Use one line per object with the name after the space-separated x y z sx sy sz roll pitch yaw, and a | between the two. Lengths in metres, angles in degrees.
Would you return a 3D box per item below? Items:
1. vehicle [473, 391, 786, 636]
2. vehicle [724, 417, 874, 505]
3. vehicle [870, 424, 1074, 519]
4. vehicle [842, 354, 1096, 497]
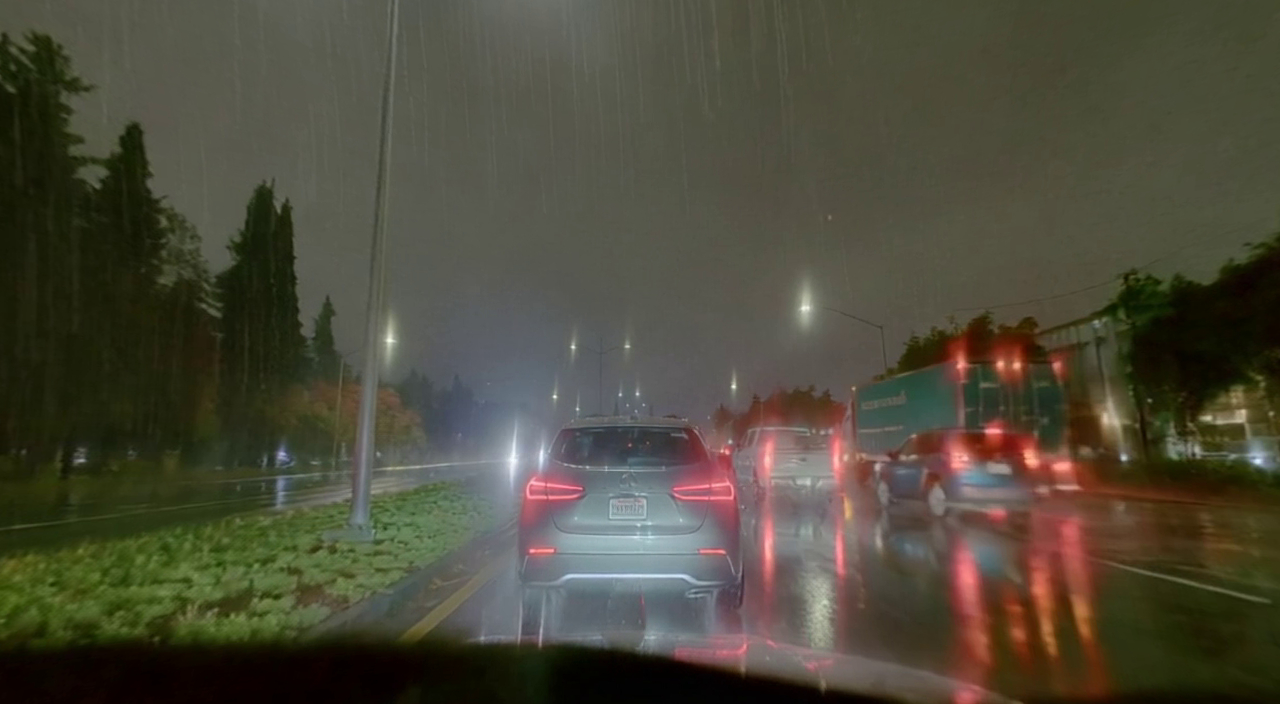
-0.097 1.428 6.484 2.172 1.694 4.055 0 -8 -1 | vehicle
4.006 2.938 17.356 2.440 1.962 6.363 0 -8 0 | vehicle
7.244 2.644 14.466 2.024 1.810 4.807 0 -8 0 | vehicle
10.999 2.870 23.226 3.025 3.993 11.243 0 -9 -1 | vehicle
